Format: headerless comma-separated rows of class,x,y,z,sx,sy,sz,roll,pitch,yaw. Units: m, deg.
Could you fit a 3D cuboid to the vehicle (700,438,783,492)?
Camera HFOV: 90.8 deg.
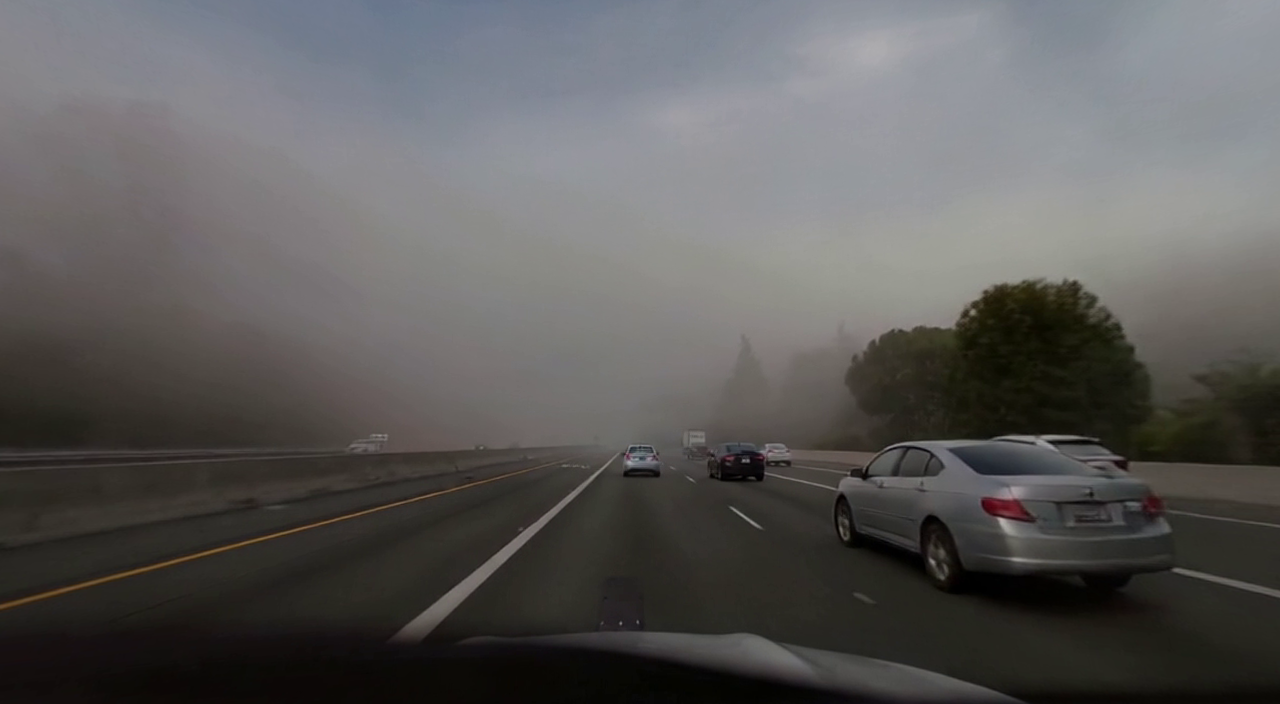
vehicle,3.134,3.582,20.387,1.856,1.517,4.198,0,-9,-2

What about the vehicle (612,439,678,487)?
vehicle,0.112,3.813,21.969,2.098,1.475,3.997,0,-9,-1

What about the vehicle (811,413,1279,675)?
vehicle,3.345,1.475,6.129,1.993,1.504,4.781,0,-8,0
